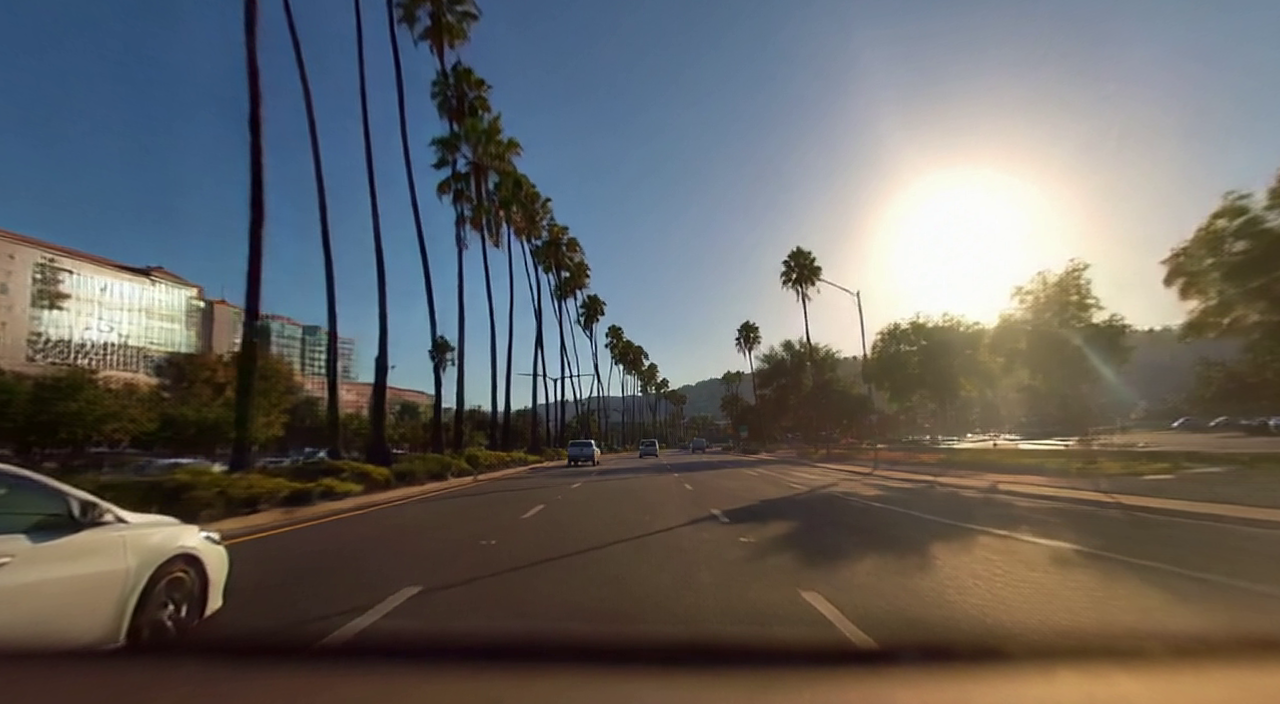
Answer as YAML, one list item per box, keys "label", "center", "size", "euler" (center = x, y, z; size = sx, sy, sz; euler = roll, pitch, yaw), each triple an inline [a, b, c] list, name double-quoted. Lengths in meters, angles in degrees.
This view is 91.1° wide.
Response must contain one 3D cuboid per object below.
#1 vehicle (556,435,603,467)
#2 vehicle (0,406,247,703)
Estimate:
- label: "vehicle"
  center: [-3.611, 6.035, 38.385]
  size: [2.188, 1.819, 4.667]
  euler: [0, -8, 3]
- label: "vehicle"
  center: [-3.560, 0.827, 1.573]
  size: [2.036, 1.478, 4.771]
  euler: [0, -8, 0]
